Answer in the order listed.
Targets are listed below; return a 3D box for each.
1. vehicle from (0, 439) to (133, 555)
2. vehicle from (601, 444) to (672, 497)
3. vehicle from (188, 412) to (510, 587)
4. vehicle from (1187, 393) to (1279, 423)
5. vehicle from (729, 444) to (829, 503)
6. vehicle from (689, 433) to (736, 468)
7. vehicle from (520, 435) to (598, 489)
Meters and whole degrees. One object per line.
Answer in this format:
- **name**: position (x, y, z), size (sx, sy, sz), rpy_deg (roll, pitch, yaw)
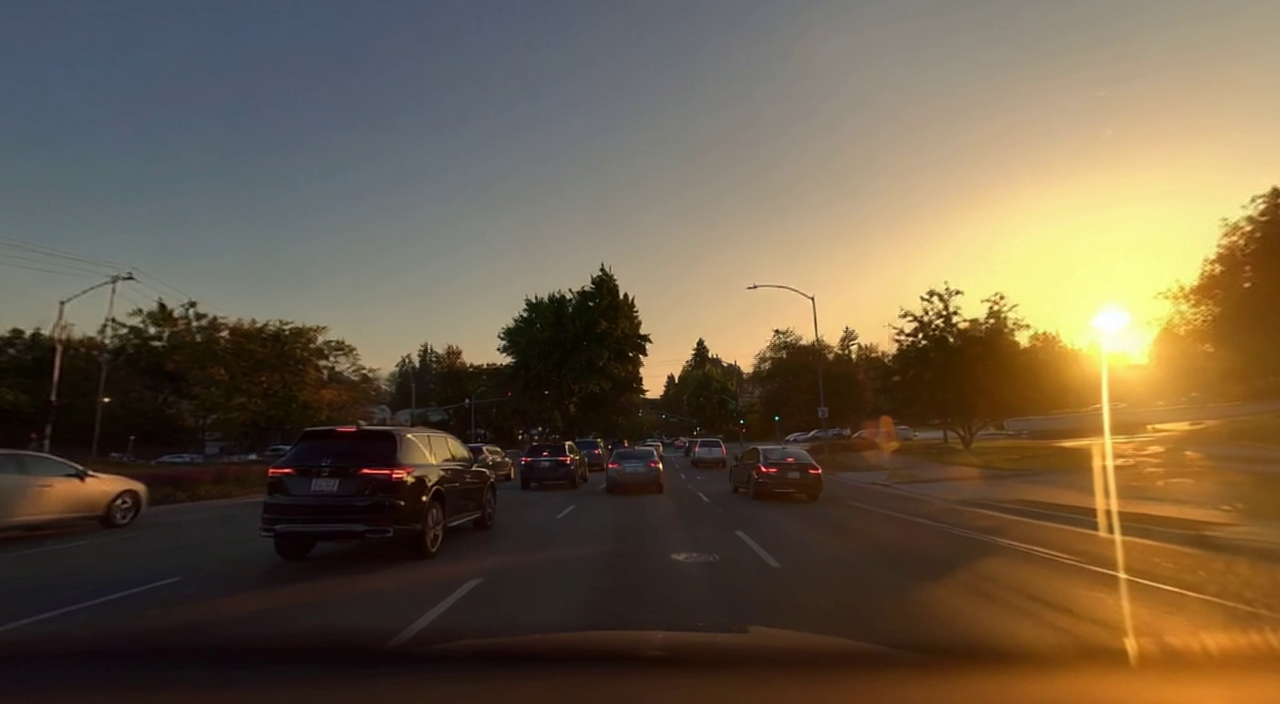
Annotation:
- **vehicle**: position (-9.342, 1.833, 7.905), size (2.146, 1.480, 4.589), rpy_deg (0, -9, 1)
- **vehicle**: position (-0.081, 3.735, 20.346), size (2.030, 1.477, 4.330), rpy_deg (0, -9, 1)
- **vehicle**: position (-3.480, 1.880, 9.056), size (2.111, 1.745, 5.274), rpy_deg (0, -9, 0)
- **vehicle**: position (44.278, 4.213, 47.176), size (5.388, 2.023, 2.174), rpy_deg (1, -9, -12)
- **vehicle**: position (3.860, 3.428, 18.296), size (1.884, 1.463, 4.195), rpy_deg (0, -9, -1)
- **vehicle**: position (4.045, 5.608, 35.895), size (2.099, 1.845, 4.363), rpy_deg (0, -9, -1)
- **vehicle**: position (-2.956, 4.149, 24.112), size (2.218, 1.829, 4.492), rpy_deg (-1, -9, 2)
